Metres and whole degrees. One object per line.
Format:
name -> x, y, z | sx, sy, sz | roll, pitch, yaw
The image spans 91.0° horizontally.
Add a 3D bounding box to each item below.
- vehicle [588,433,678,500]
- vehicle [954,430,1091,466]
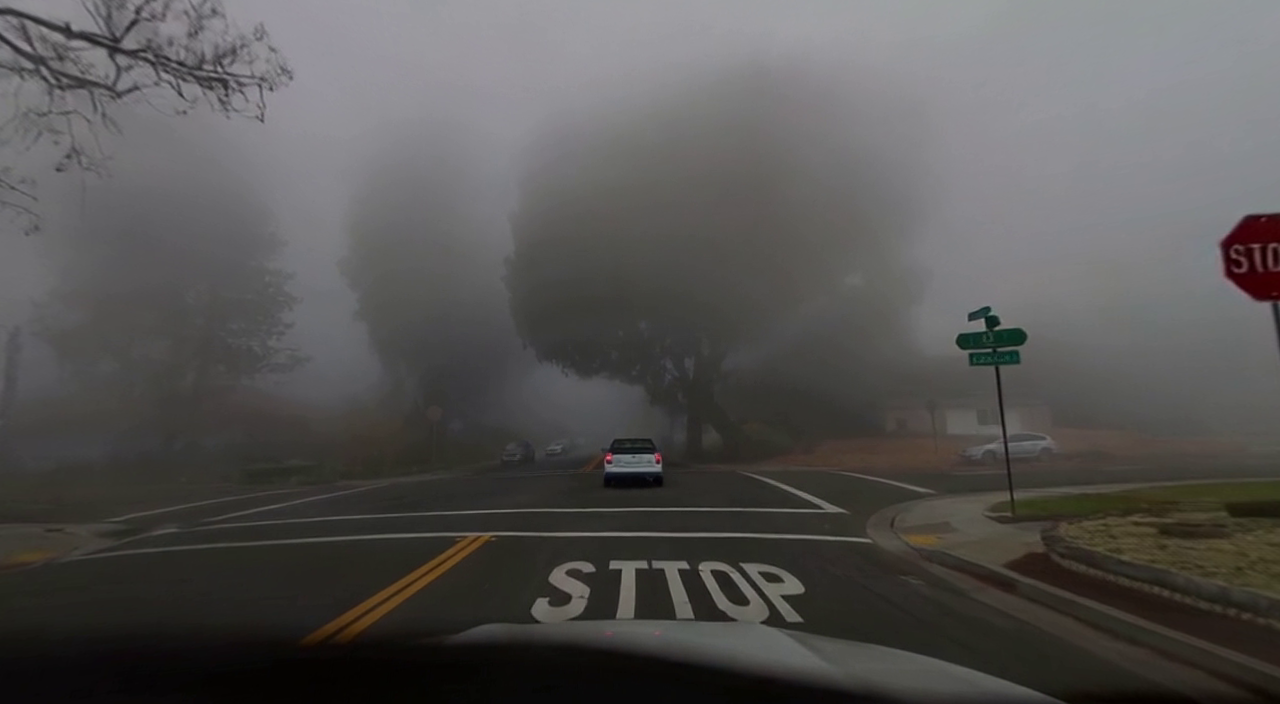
vehicle -> -0.262, 2.921, 16.475 | 2.043, 1.484, 4.340 | 1, -9, -3
vehicle -> 16.673, 4.205, 27.596 | 4.748, 1.488, 2.029 | 1, -9, -3
